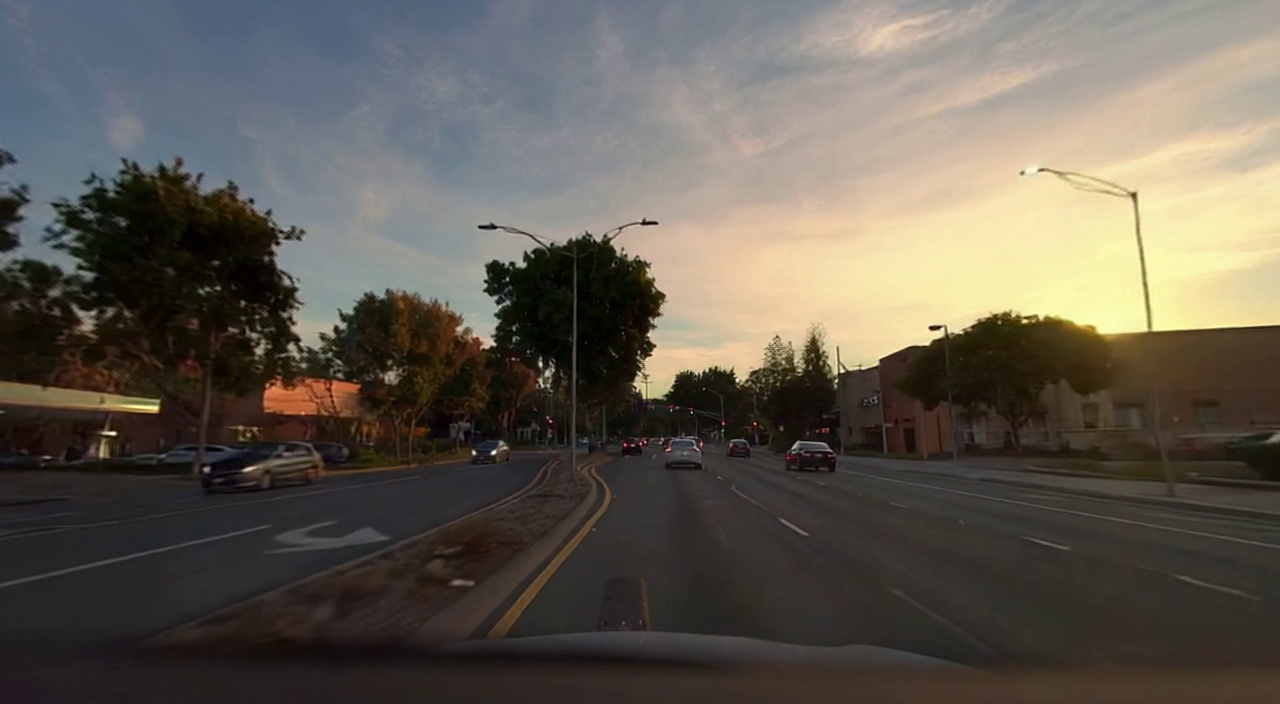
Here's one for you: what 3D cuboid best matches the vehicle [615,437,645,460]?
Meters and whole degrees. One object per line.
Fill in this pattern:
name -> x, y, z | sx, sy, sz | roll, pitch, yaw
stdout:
vehicle -> -0.779, 7.016, 45.606 | 2.074, 1.575, 4.326 | 0, -9, -3

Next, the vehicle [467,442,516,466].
vehicle -> -9.682, 6.670, 41.361 | 1.984, 1.472, 4.487 | -1, -8, 2

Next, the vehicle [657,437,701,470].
vehicle -> 1.866, 5.055, 31.467 | 1.971, 1.479, 4.493 | -1, -8, 1

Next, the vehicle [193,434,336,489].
vehicle -> -13.803, 4.052, 23.569 | 2.022, 1.787, 5.262 | -1, -8, 1

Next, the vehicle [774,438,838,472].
vehicle -> 7.996, 5.010, 30.698 | 1.918, 1.484, 4.456 | 0, -8, 0
